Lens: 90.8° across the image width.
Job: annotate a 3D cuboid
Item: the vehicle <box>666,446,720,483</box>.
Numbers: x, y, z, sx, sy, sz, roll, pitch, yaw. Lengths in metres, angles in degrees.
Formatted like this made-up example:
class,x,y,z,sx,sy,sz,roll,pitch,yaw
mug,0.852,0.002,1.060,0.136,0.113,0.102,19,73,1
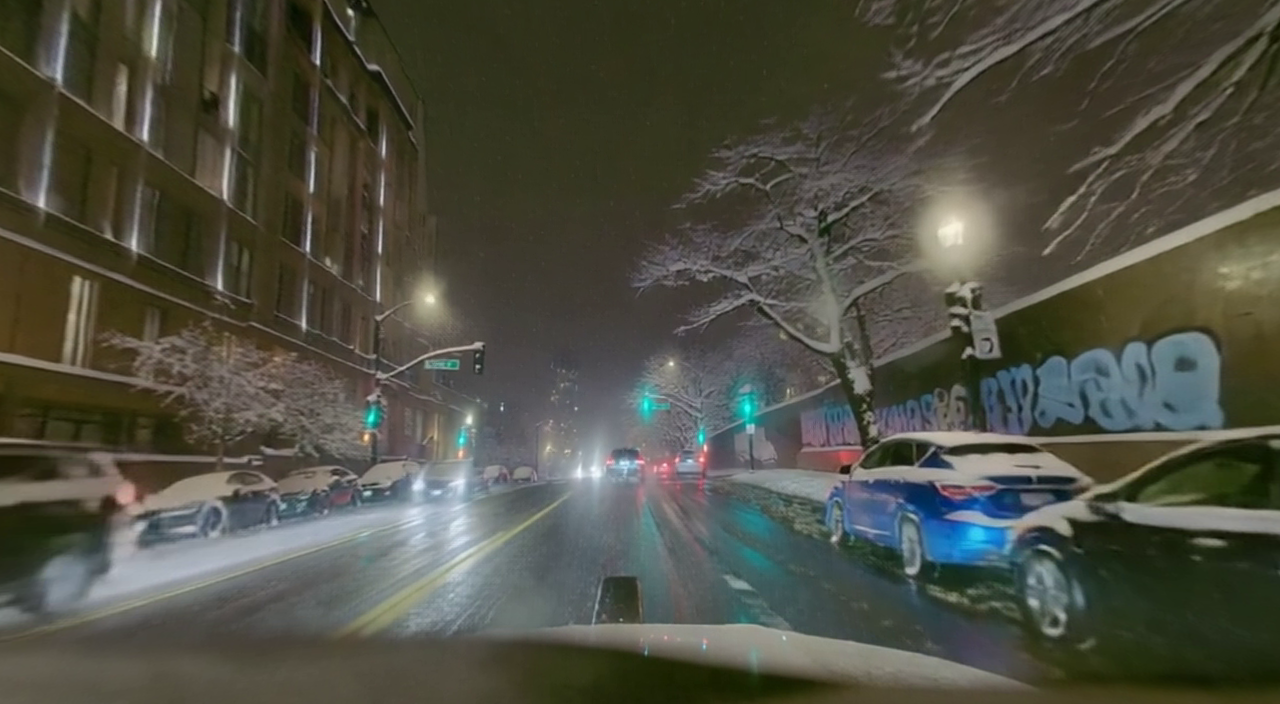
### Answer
class,x,y,z,sx,sy,sz,roll,pitch,yaw
vehicle,2.834,5.810,32.976,2.207,1.761,4.292,-2,-9,13

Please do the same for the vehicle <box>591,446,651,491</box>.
class,x,y,z,sx,sy,sz,roll,pitch,yaw
vehicle,-0.713,4.547,25.058,2.166,1.579,4.300,0,-8,-1

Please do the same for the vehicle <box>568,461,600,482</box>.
class,x,y,z,sx,sy,sz,roll,pitch,yaw
vehicle,-4.319,9.312,49.492,2.095,1.447,4.202,0,-8,0

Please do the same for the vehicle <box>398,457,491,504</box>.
class,x,y,z,sx,sy,sz,roll,pitch,yaw
vehicle,-6.820,4.511,22.593,2.040,1.402,4.237,0,-8,-1

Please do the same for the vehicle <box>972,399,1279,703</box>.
class,x,y,z,sx,sy,sz,roll,pitch,yaw
vehicle,4.137,1.135,3.499,2.032,1.687,4.374,0,-8,-3

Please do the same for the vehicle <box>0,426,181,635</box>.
class,x,y,z,sx,sy,sz,roll,pitch,yaw
vehicle,-6.473,1.493,5.172,2.147,1.747,4.409,0,-8,-1

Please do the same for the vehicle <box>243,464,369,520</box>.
class,x,y,z,sx,sy,sz,roll,pitch,yaw
vehicle,-11.203,4.692,21.648,1.931,1.499,4.645,-2,-8,-2
